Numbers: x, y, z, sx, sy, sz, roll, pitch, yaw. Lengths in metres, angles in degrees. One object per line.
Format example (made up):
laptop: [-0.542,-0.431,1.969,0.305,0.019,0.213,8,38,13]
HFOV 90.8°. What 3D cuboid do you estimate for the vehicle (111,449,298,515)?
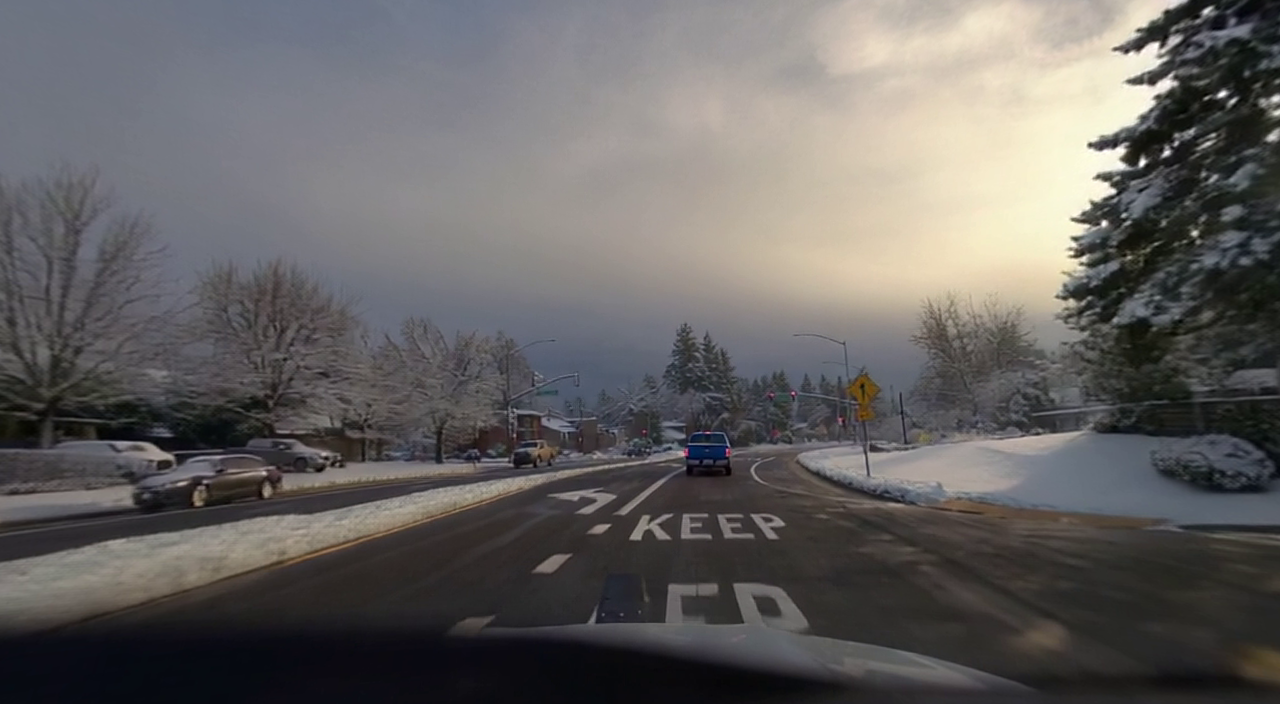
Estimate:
vehicle: [-12.185,3.618,18.143,1.873,1.508,4.483,-2,-7,6]

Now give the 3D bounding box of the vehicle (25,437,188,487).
vehicle: [-19.472,4.018,23.205,4.168,1.735,1.925,0,-9,0]

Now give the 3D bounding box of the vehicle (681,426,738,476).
vehicle: [3.093,4.260,27.325,2.153,1.942,4.767,-2,-9,9]

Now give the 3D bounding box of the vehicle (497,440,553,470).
vehicle: [-7.836,7.031,43.535,2.053,1.822,4.852,-3,-7,12]
